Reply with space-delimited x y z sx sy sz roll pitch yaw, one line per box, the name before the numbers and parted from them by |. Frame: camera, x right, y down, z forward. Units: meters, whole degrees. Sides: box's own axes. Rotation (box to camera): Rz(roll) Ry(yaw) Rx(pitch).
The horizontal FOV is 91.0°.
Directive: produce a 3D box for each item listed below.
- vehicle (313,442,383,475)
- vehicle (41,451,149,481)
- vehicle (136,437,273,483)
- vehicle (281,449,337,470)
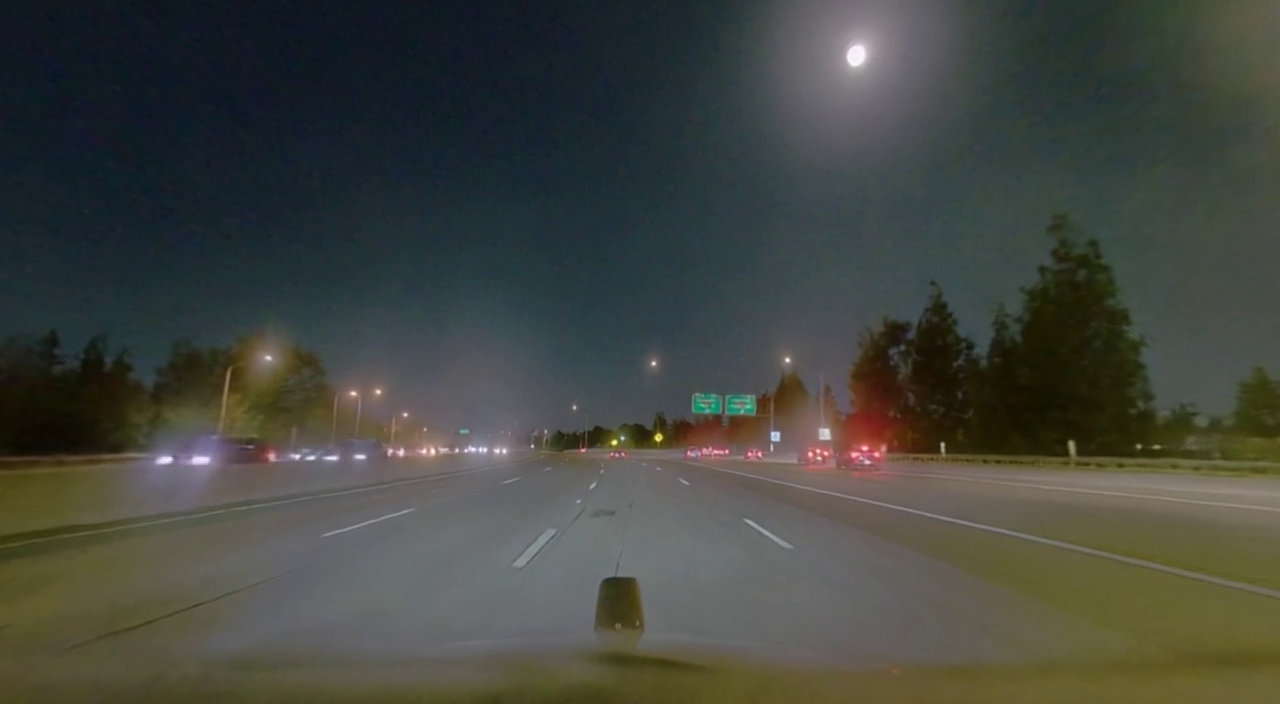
vehicle | -17.264 6.322 37.482 2.027 1.796 4.612 0 -9 -2
vehicle | -29.593 6.155 34.397 1.851 1.499 4.664 0 -9 -2
vehicle | -21.130 5.294 31.054 2.405 1.998 6.150 0 -9 -1
vehicle | -25.220 8.225 48.191 1.872 1.494 4.752 0 -9 -2
